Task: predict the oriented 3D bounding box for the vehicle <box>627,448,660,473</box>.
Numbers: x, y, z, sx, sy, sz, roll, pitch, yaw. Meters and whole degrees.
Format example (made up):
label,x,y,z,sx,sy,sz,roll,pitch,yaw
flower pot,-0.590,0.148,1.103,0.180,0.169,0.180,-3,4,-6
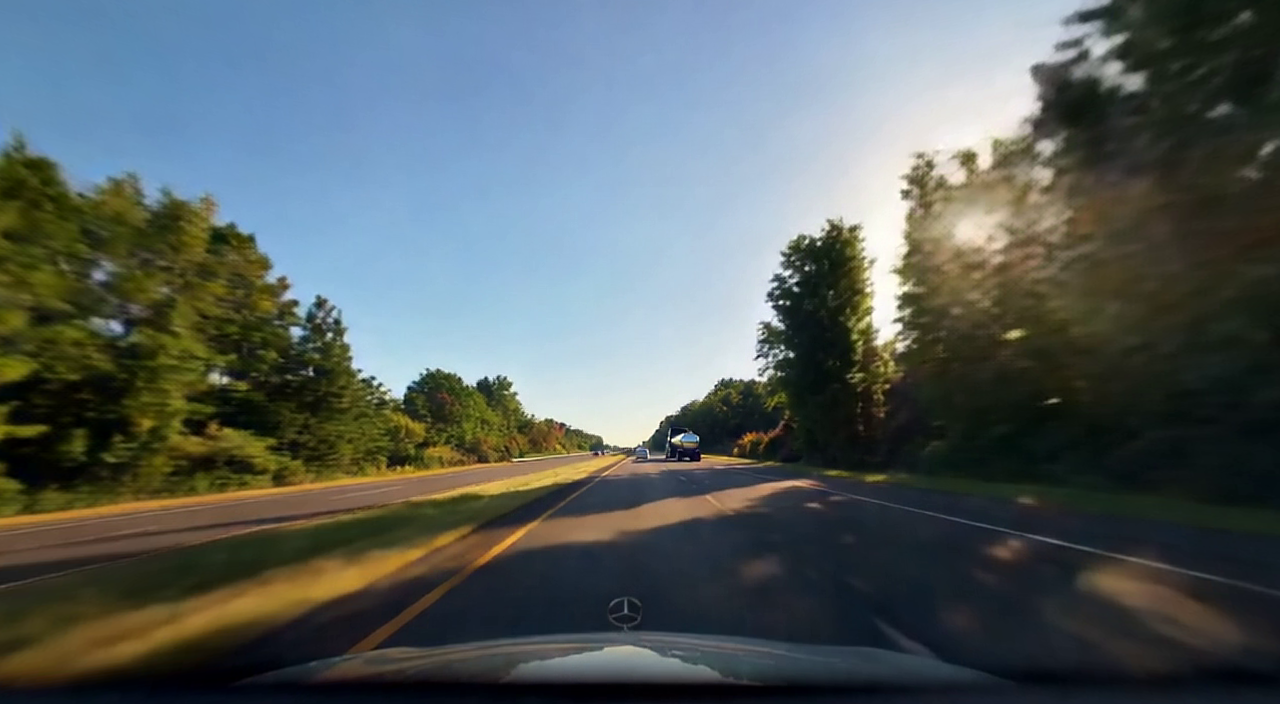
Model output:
label,x,y,z,sx,sy,sz,roll,pitch,yaw
vehicle,0.222,6.630,38.657,1.926,1.386,3.615,0,-9,0
